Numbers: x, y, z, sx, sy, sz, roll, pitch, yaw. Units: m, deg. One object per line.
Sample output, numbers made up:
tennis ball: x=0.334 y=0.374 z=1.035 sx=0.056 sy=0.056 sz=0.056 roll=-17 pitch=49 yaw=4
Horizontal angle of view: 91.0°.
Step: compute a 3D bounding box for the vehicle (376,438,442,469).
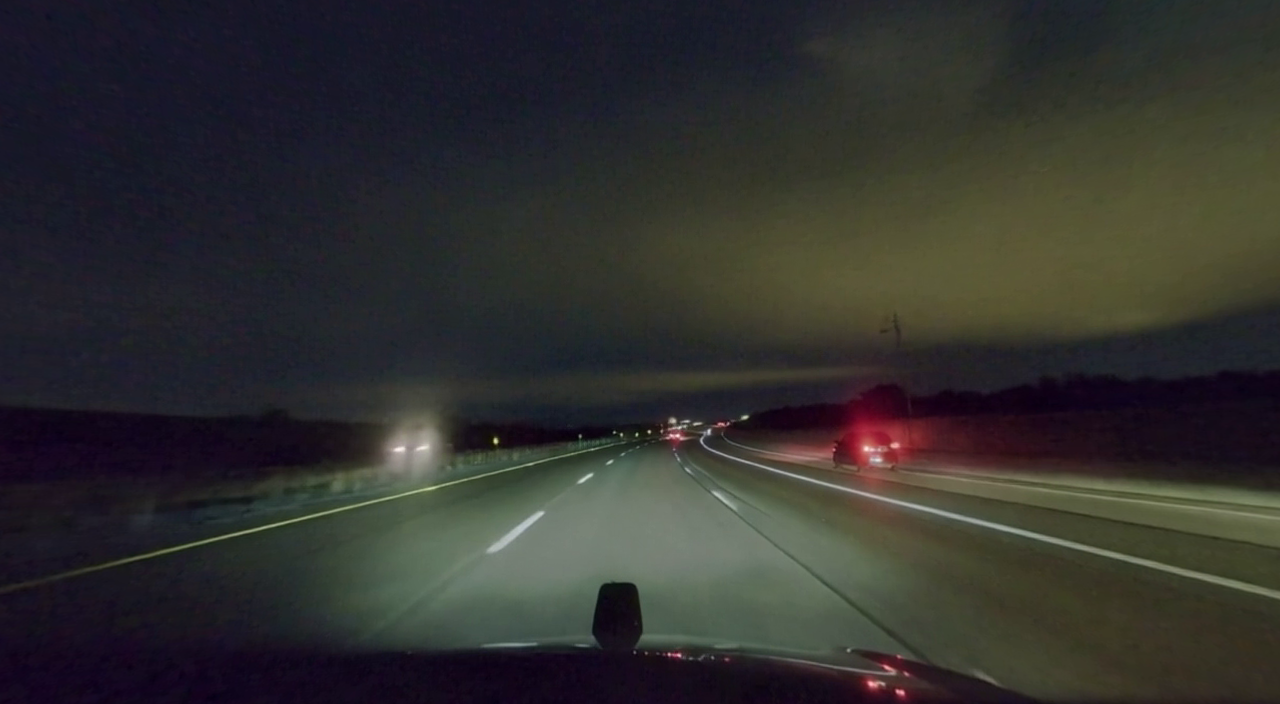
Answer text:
vehicle: x=-12.197 y=5.372 z=33.514 sx=1.814 sy=1.536 sz=4.239 roll=0 pitch=-8 yaw=2
